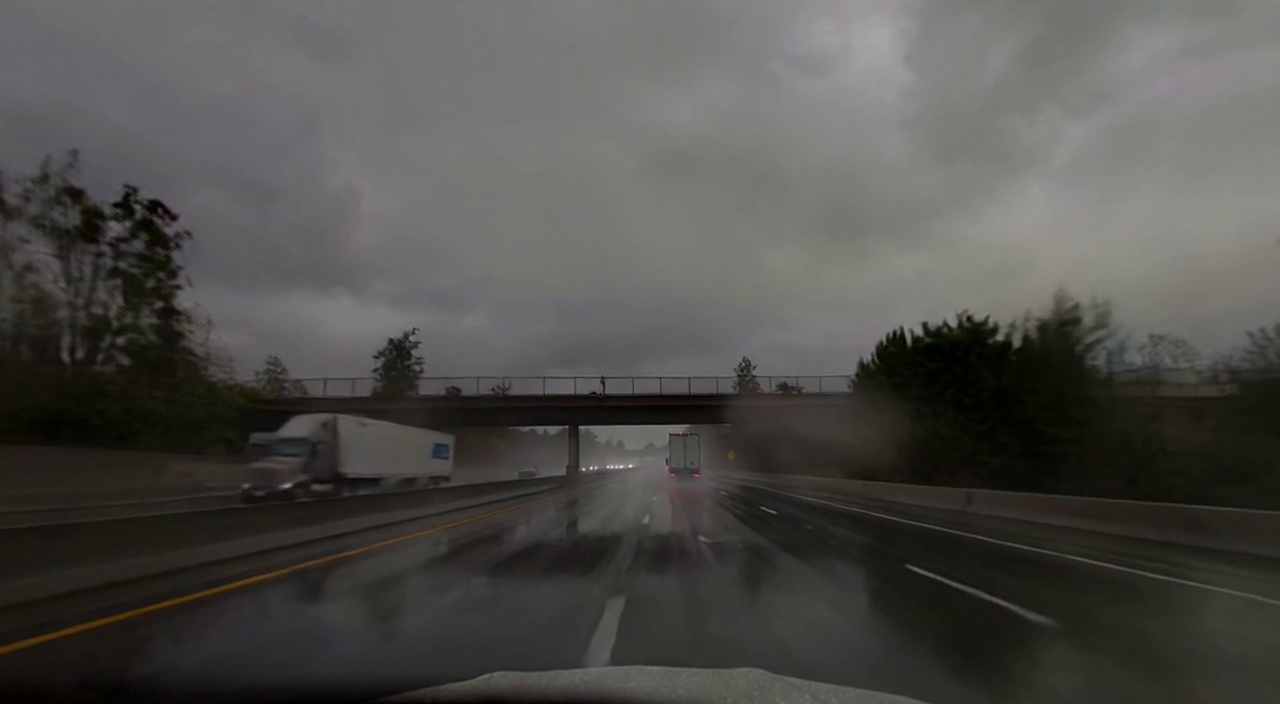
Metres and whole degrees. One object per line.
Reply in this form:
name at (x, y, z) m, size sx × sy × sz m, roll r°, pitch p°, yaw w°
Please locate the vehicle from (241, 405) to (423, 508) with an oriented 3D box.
vehicle at (-13.776, 5.008, 29.719) m, size 2.906 × 3.916 × 10.242 m, roll 0°, pitch -11°, yaw 2°
